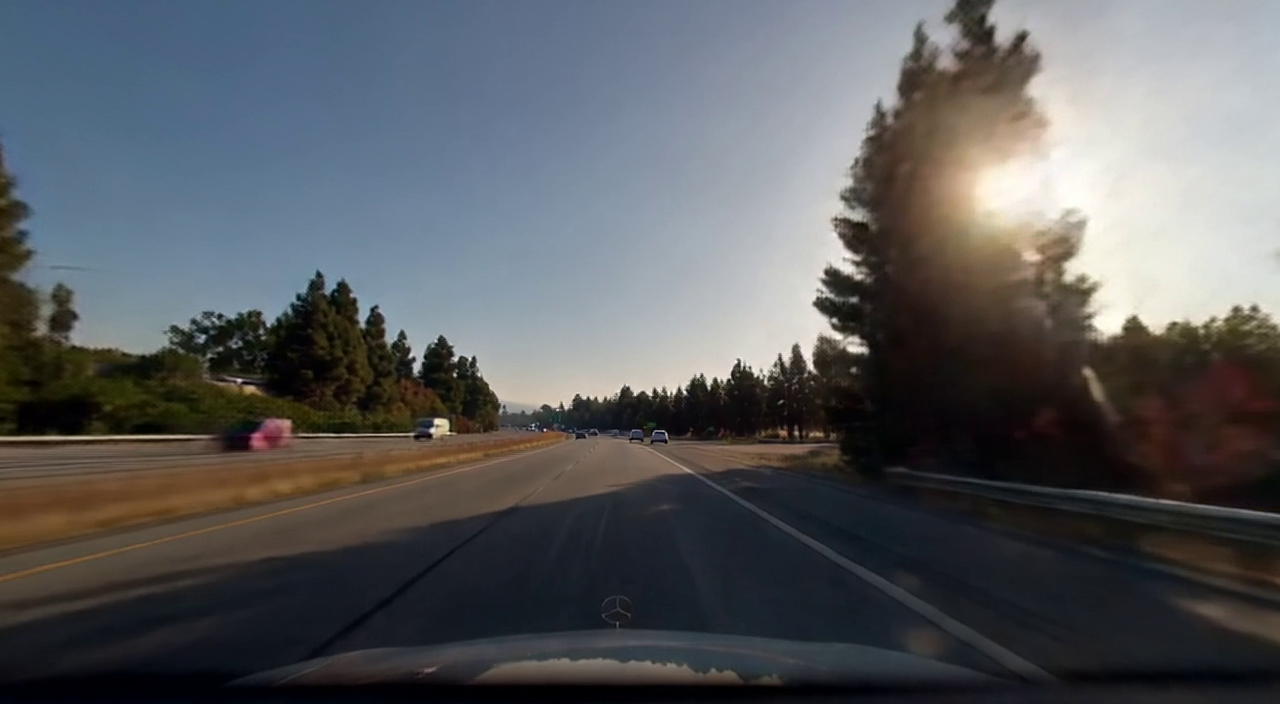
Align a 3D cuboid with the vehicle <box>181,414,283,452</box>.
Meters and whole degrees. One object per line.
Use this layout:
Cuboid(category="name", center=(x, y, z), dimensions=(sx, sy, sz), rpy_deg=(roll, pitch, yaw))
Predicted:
Cuboid(category="vehicle", center=(-16.808, 3.367, 26.204), dimensions=(1.730, 1.441, 3.830), rpy_deg=(0, -8, -2))
